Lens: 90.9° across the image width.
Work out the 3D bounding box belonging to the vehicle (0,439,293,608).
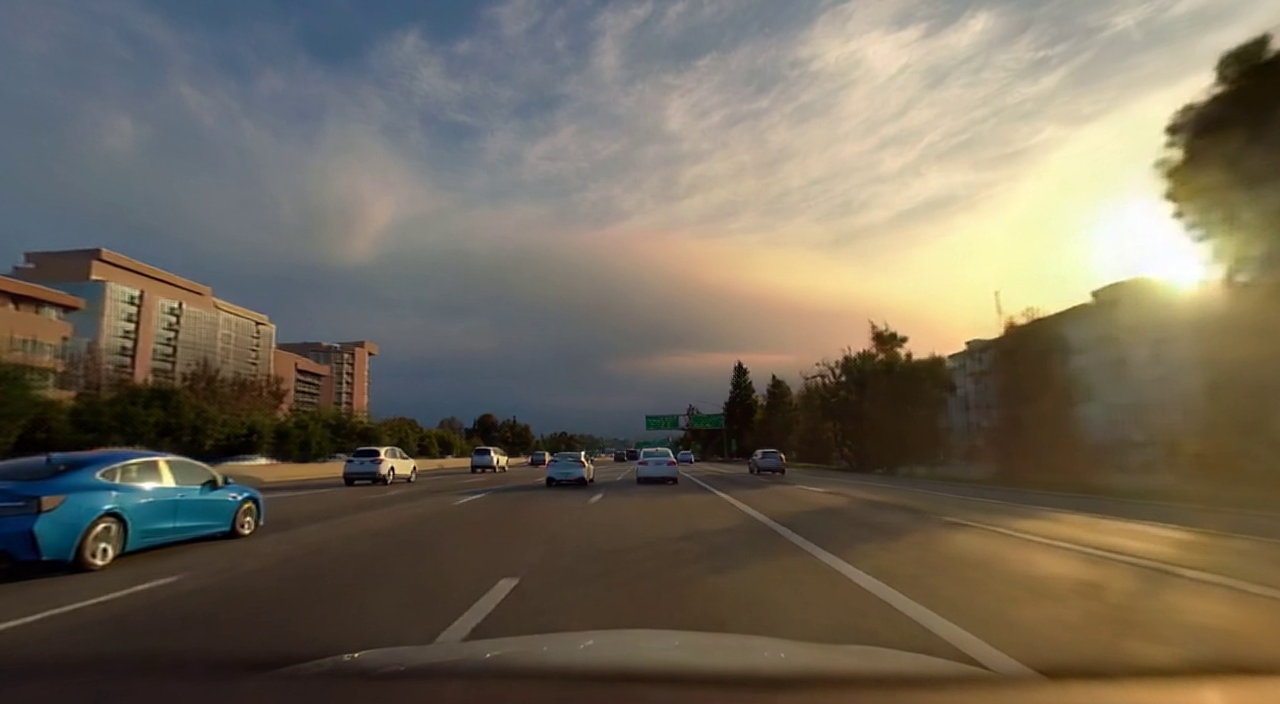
[{"bbox_3d":[-6.673,1.848,7.737,2.116,1.473,4.644,-1,-8,1],"label":"vehicle"}]

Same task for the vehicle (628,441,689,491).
[{"bbox_3d":[0.666,4.282,24.131,2.114,1.715,4.136,-1,-8,1],"label":"vehicle"}]

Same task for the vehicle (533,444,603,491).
[{"bbox_3d":[-2.670,4.423,24.462,2.102,1.624,4.257,-1,-8,2],"label":"vehicle"}]

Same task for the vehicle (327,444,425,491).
[{"bbox_3d":[-10.356,4.527,25.116,1.947,1.683,4.331,-1,-8,1],"label":"vehicle"}]

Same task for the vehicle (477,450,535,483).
[{"bbox_3d":[-6.503,5.587,31.052,1.886,1.455,4.148,-1,-8,1],"label":"vehicle"}]

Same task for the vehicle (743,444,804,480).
[{"bbox_3d":[7.137,5.915,34.190,2.071,1.754,4.484,0,-9,-3],"label":"vehicle"}]
